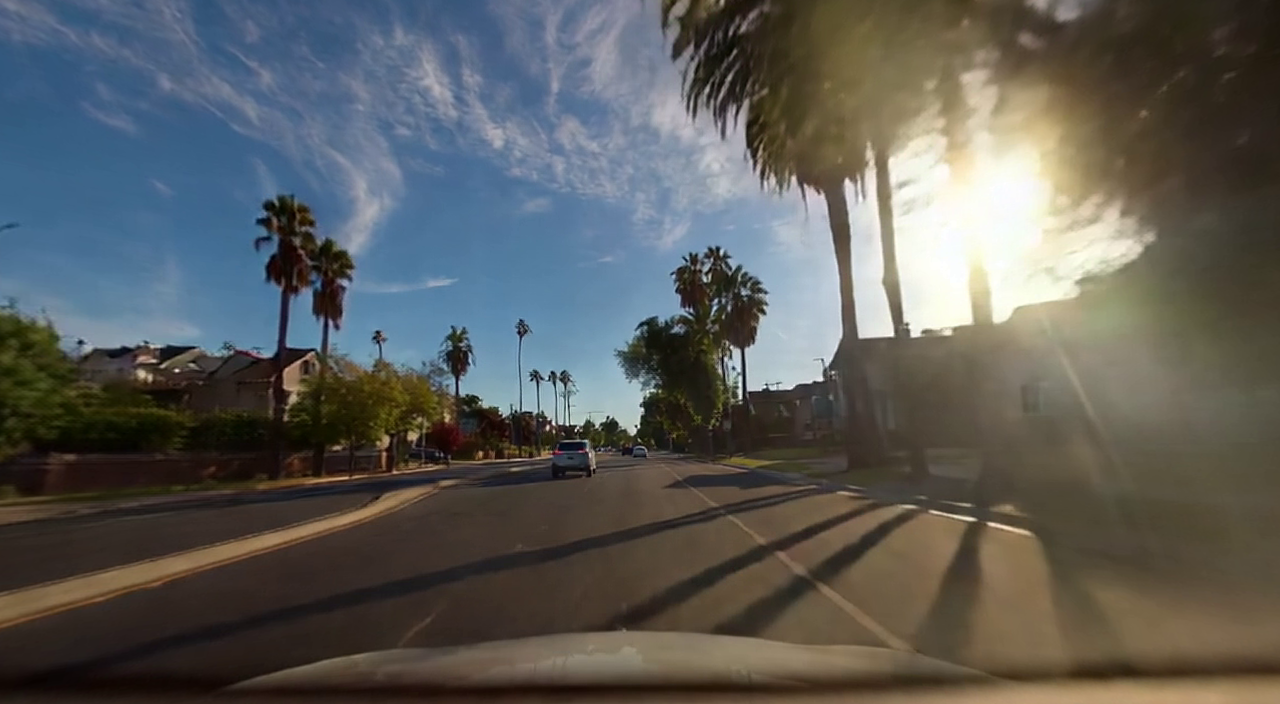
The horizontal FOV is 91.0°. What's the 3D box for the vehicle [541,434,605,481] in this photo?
[{"bbox_3d":[-3.006,4.952,29.700,2.370,1.968,5.698,0,-9,1],"label":"vehicle"}]
